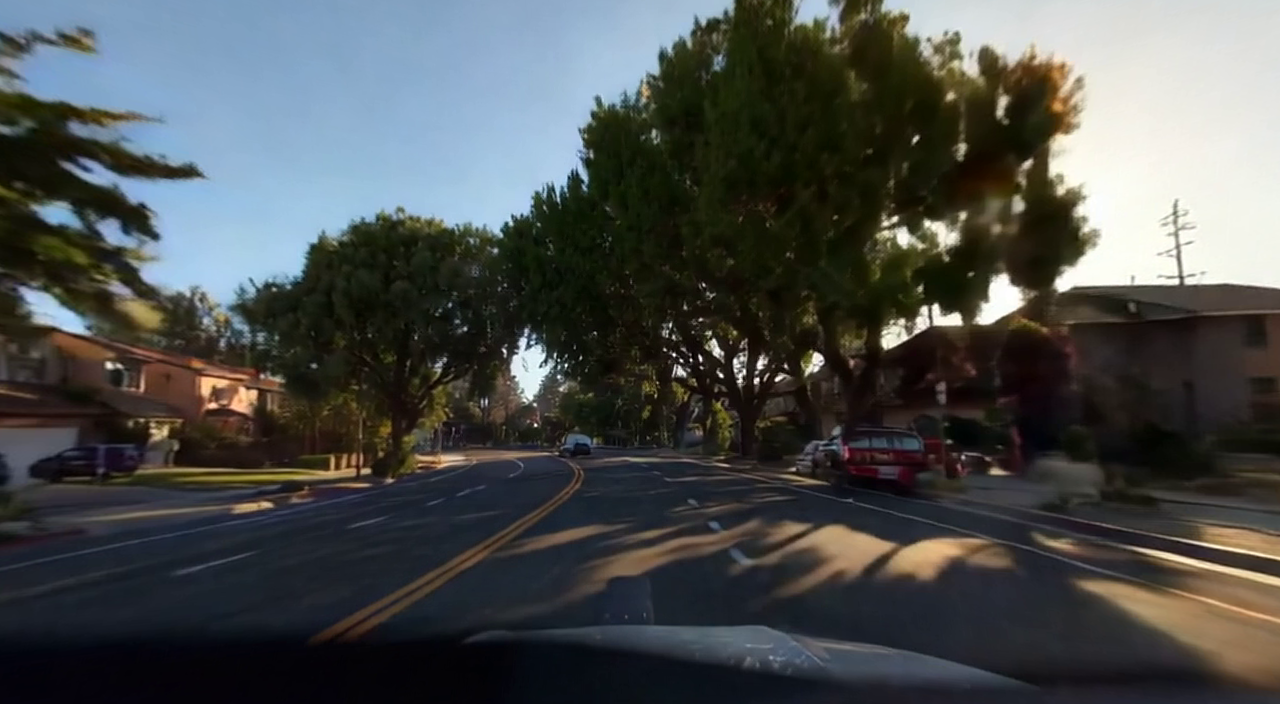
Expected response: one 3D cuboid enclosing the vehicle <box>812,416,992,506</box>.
[{"bbox_3d":[6.684,2.885,17.194,2.348,1.986,6.289,0,-8,2],"label":"vehicle"}]
